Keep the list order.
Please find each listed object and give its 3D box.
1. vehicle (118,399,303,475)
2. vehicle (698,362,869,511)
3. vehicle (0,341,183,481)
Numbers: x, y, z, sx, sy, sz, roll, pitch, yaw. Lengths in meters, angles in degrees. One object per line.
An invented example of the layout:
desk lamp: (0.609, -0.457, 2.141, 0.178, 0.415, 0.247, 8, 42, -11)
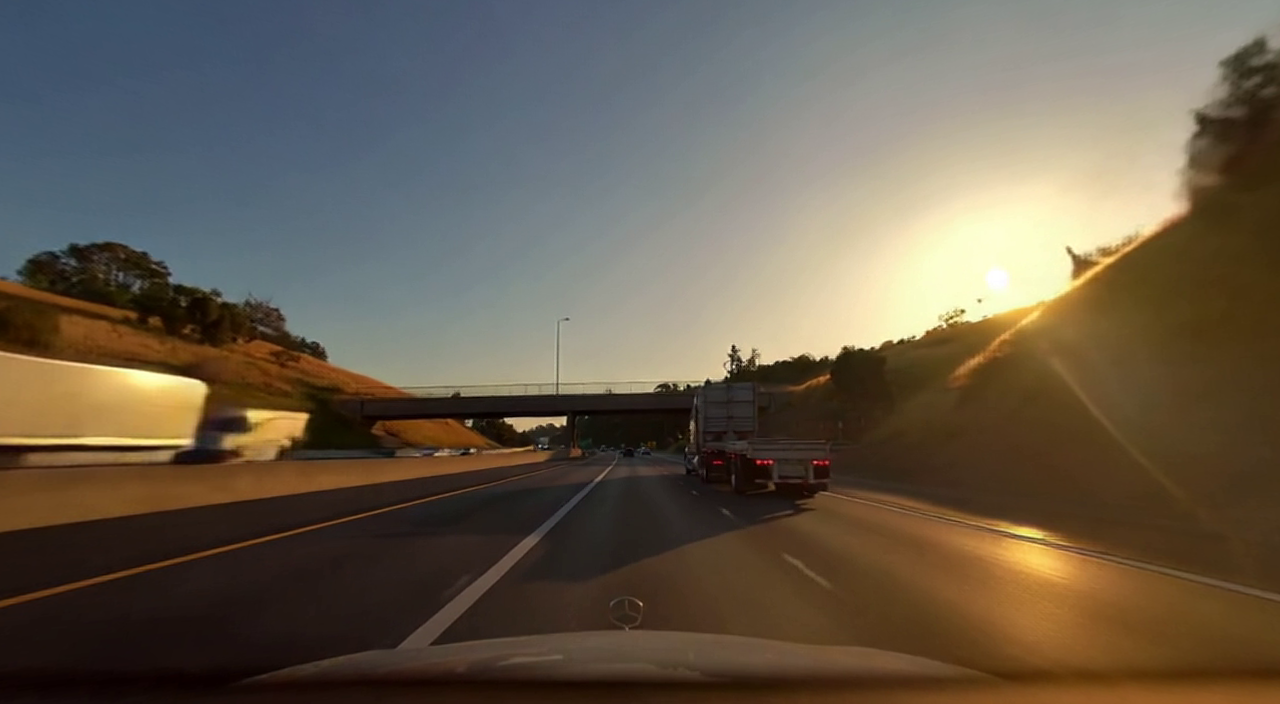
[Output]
vehicle: (-19.373, 4.037, 29.364, 2.867, 3.043, 8.226, 0, -9, -1)
vehicle: (3.991, 2.939, 21.139, 2.876, 3.586, 11.726, 0, -9, 0)
vehicle: (-19.210, 1.906, 19.158, 2.902, 3.820, 10.263, 0, -9, 0)
